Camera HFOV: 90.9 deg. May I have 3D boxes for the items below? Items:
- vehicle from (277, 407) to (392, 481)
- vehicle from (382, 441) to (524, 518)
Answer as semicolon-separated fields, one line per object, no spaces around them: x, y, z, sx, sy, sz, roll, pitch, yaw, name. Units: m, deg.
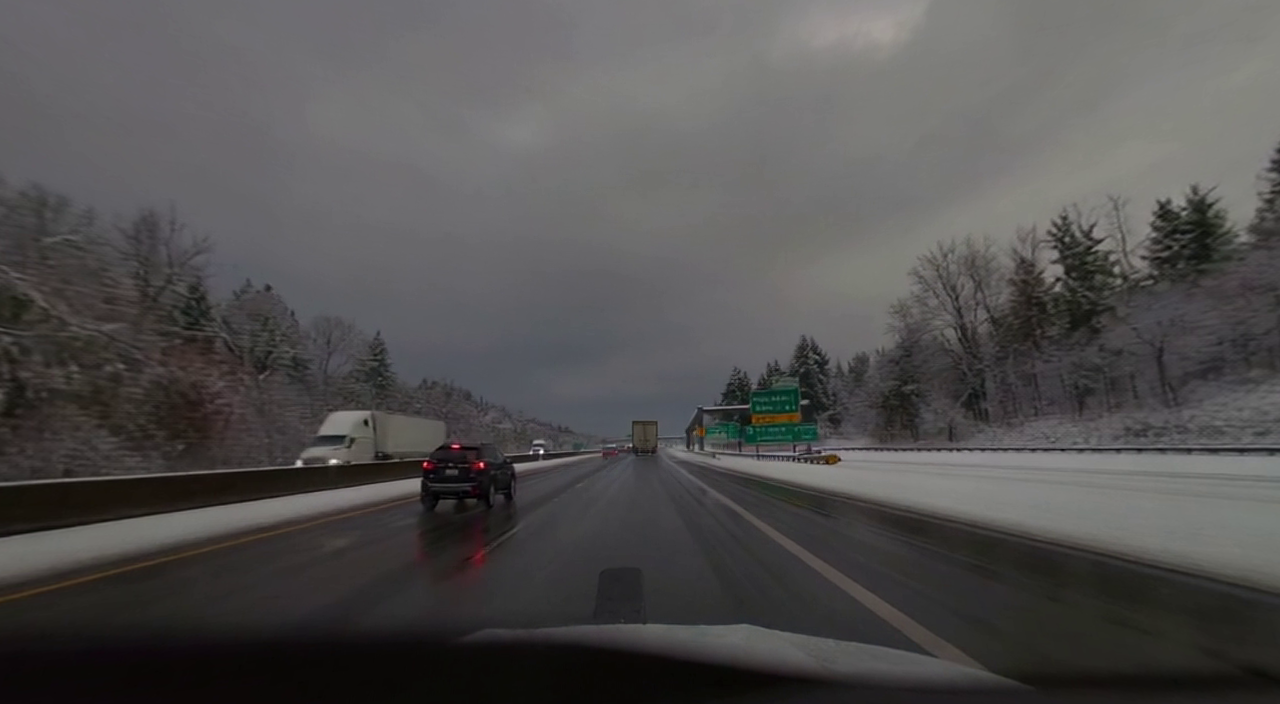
-16.883;5.171;35.408;3.349;3.800;5.837;0;-9;0;vehicle
-4.063;2.822;14.477;1.945;1.488;4.043;0;-9;1;vehicle
